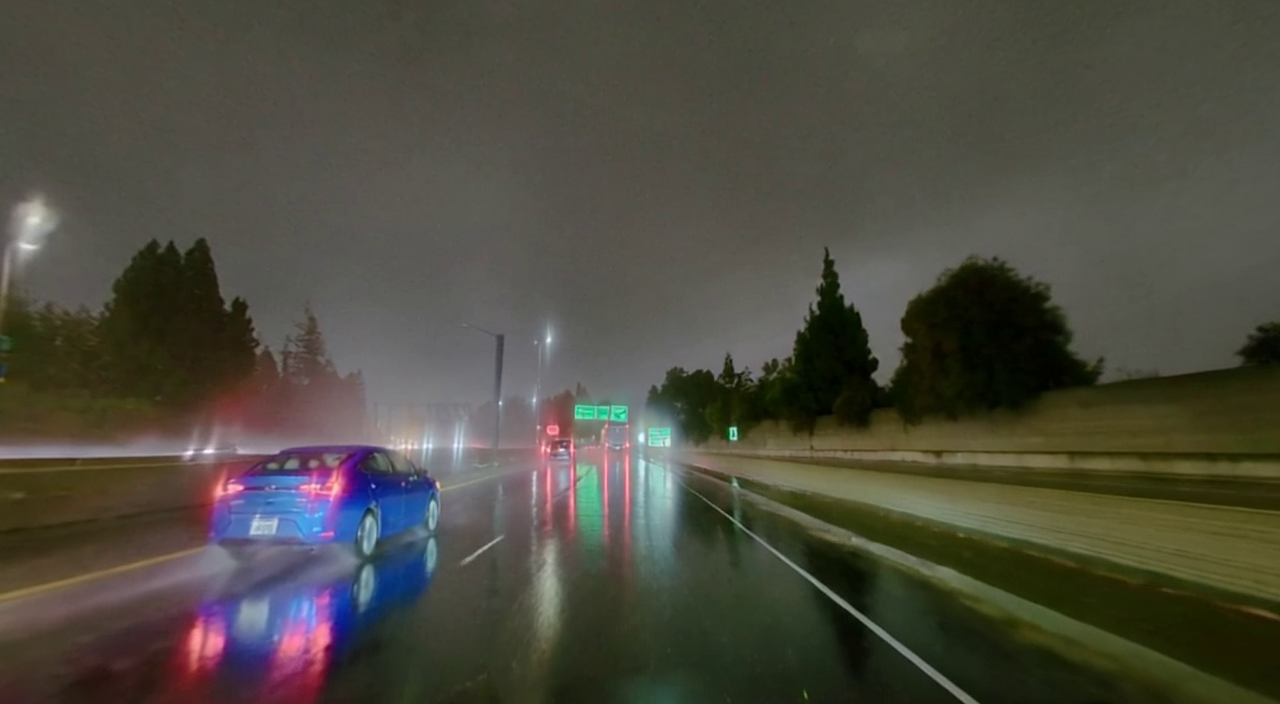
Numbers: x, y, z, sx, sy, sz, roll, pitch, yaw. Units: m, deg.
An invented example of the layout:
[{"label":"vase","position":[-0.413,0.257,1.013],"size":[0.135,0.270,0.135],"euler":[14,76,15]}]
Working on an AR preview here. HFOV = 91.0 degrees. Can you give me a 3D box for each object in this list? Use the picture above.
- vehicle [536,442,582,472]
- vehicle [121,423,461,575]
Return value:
[{"label":"vehicle","position":[-4.154,5.440,32.770],"size":[1.965,1.459,4.145],"euler":[0,-9,-2]},{"label":"vehicle","position":[-4.164,1.829,8.695],"size":[2.012,1.510,4.672],"euler":[0,-9,0]}]
